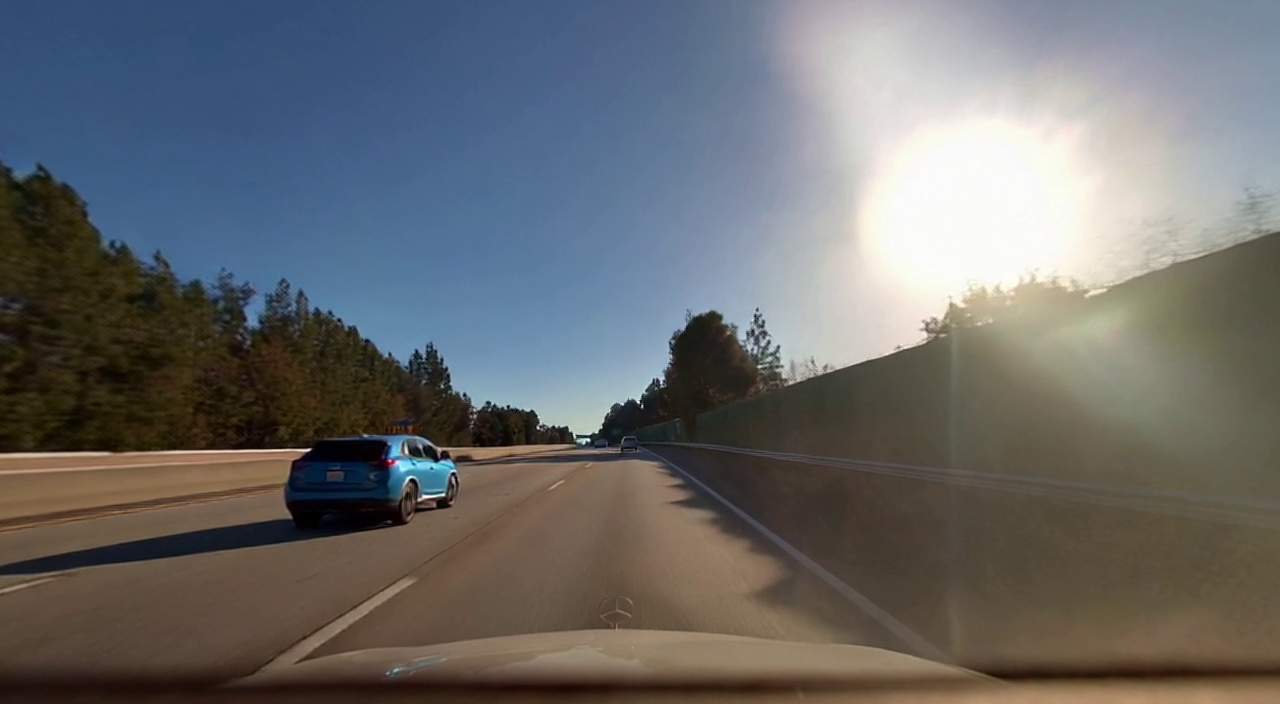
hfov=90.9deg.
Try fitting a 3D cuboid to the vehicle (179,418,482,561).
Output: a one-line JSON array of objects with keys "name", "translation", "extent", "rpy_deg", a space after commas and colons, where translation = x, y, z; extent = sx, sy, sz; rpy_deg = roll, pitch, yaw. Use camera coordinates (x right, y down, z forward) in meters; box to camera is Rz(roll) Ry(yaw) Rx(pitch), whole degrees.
[{"name": "vehicle", "translation": [-3.992, 1.825, 9.335], "extent": [2.072, 1.545, 4.767], "rpy_deg": [0, -8, 0]}]

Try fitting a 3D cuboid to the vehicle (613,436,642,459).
[{"name": "vehicle", "translation": [-0.809, 6.220, 41.280], "extent": [1.836, 1.450, 3.519], "rpy_deg": [0, -8, -1]}]
